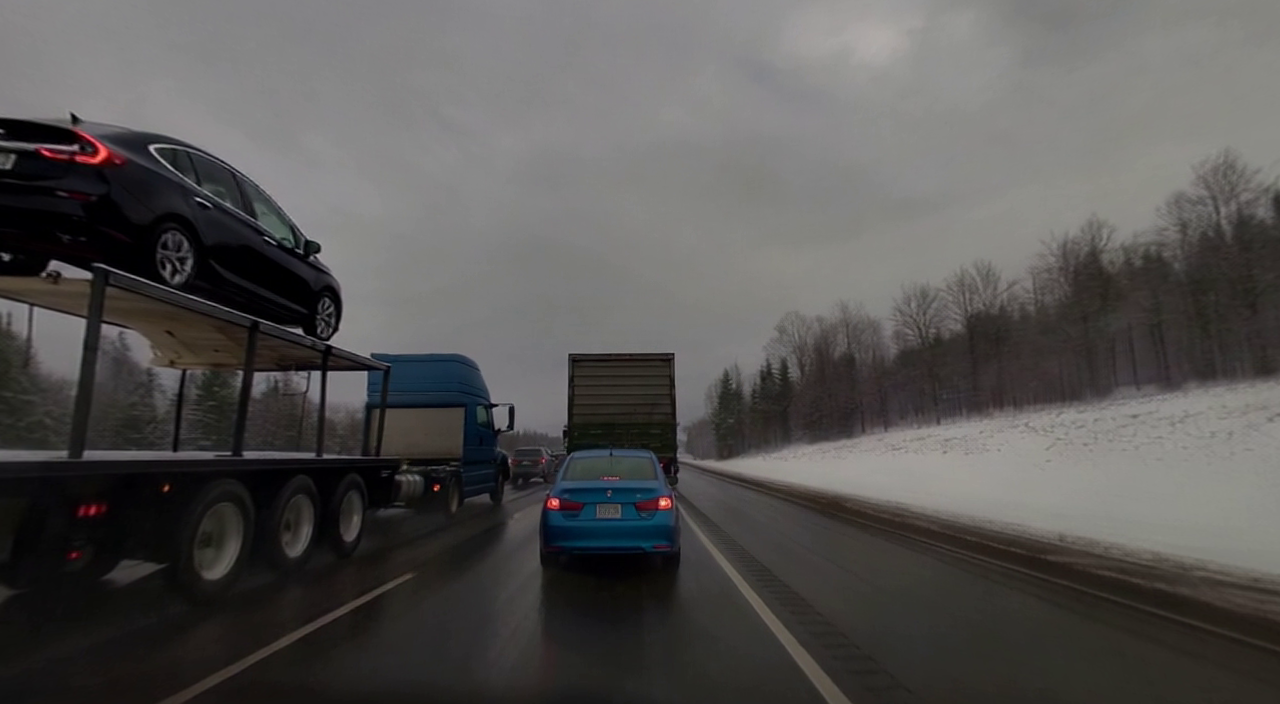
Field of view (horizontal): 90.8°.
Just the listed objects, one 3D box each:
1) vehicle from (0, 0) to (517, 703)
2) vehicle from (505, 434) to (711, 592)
[{"bbox_3d":[-4.628,0.792,9.492,2.836,4.059,14.286,0,-9,-1],"label":"vehicle"},{"bbox_3d":[-0.334,1.836,7.917,1.991,1.507,3.391,0,-9,-1],"label":"vehicle"}]
